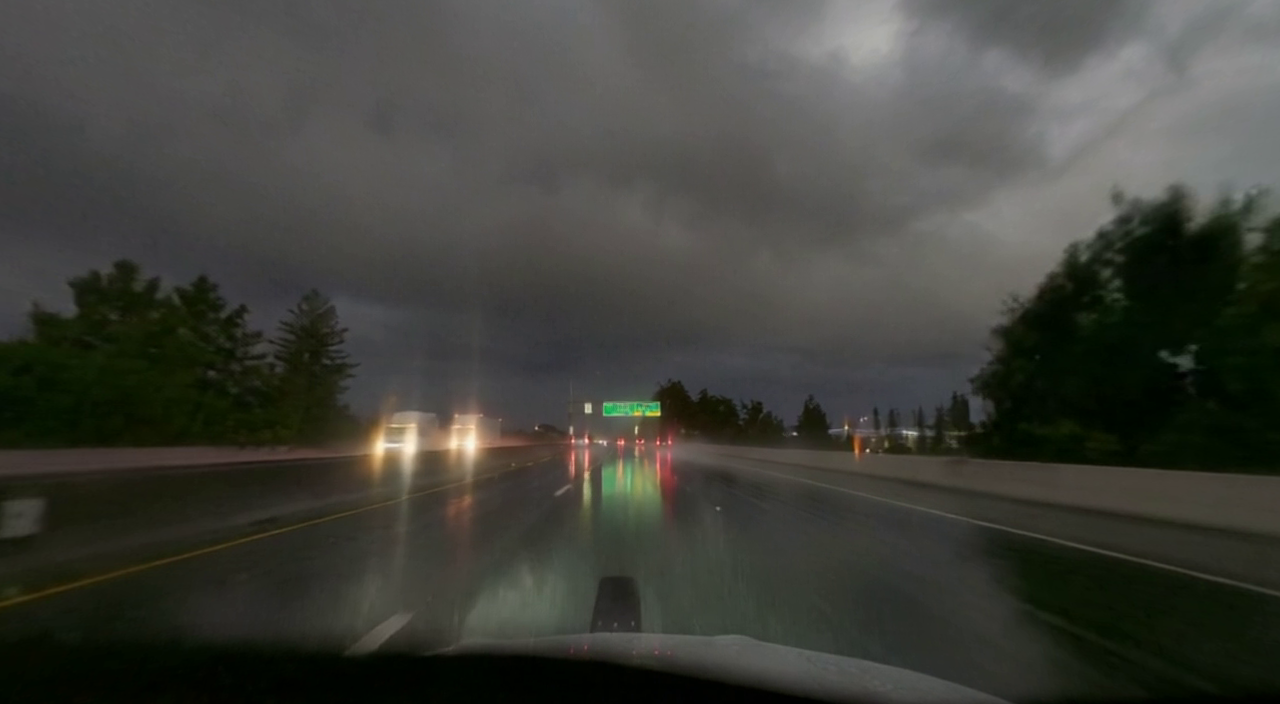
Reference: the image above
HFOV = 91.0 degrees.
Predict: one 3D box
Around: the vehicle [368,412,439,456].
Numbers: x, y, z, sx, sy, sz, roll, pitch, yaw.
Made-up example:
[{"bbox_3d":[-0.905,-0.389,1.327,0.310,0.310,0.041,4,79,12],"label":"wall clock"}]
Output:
[{"bbox_3d":[-15.744,5.543,42.295,2.366,2.696,6.313,0,-8,-1],"label":"vehicle"}]
